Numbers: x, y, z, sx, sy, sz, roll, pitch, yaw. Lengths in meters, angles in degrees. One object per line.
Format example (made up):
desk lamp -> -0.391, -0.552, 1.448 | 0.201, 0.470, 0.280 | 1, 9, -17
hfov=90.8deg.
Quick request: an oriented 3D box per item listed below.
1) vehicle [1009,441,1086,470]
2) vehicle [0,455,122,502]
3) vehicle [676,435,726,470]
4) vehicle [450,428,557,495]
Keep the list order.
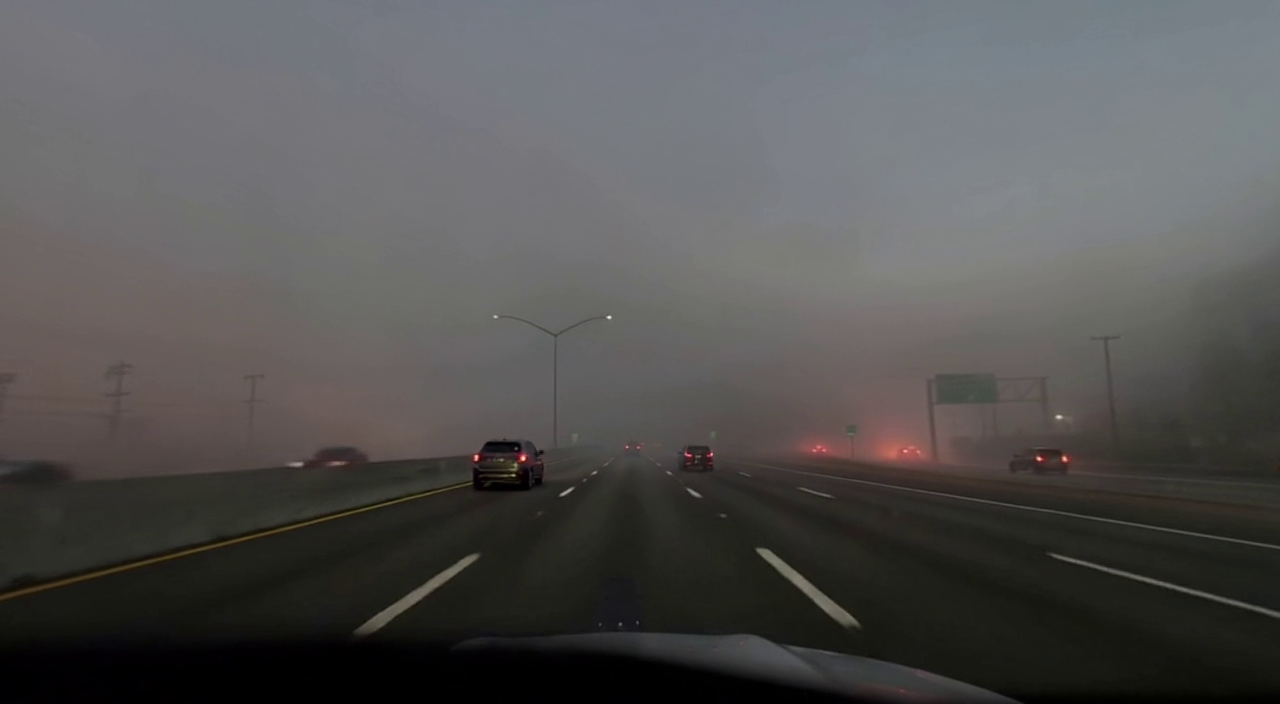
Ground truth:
vehicle -> 26.825, 6.800, 41.834 | 2.070, 1.782, 5.006 | -1, -8, 5
vehicle -> -19.743, 4.233, 21.379 | 1.515, 1.385, 3.342 | 0, -8, 0
vehicle -> 2.969, 5.033, 31.743 | 1.997, 1.638, 4.281 | 0, -8, -1
vehicle -> -3.775, 3.131, 18.430 | 2.099, 1.682, 4.590 | 0, -8, 0
